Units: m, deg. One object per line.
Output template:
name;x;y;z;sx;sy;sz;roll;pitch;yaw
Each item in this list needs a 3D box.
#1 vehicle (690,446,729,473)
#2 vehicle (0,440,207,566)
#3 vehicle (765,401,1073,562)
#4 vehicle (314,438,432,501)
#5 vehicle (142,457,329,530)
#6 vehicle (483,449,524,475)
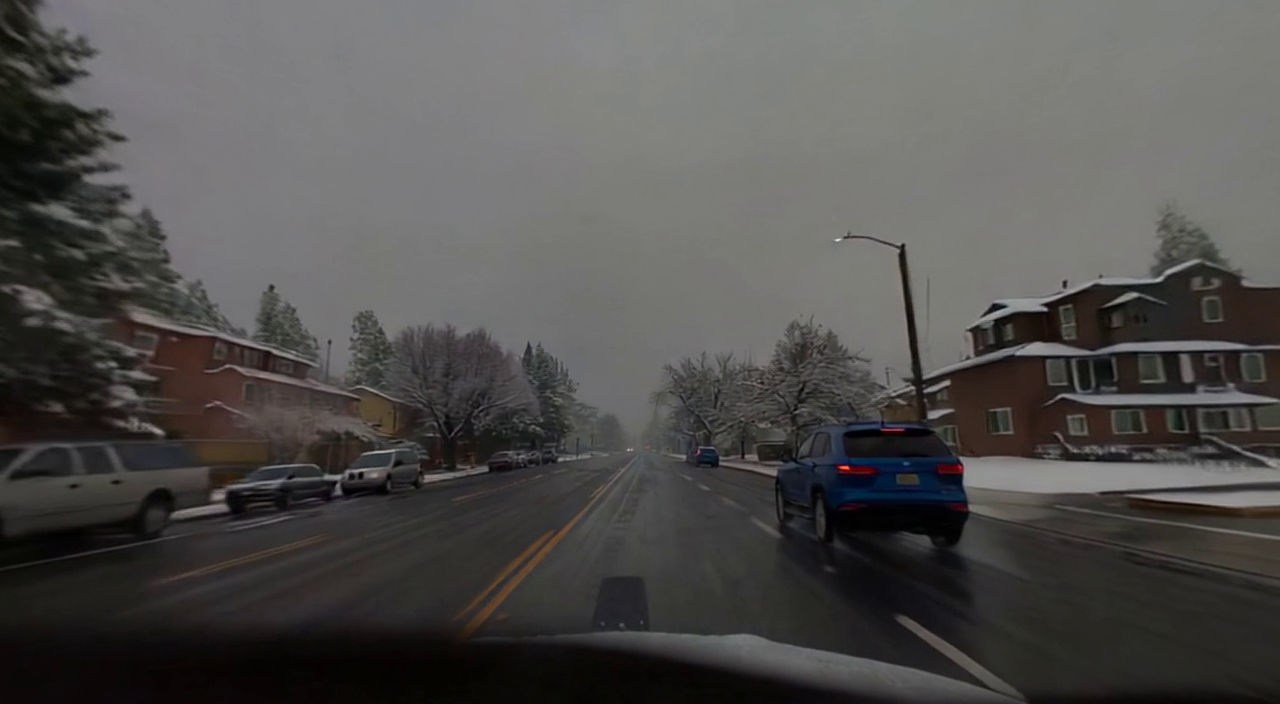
vehicle;4.098;6.414;37.820;1.956;1.492;4.425;-1;-9;1
vehicle;-10.669;2.533;10.986;2.261;1.851;5.724;-2;-9;-1
vehicle;3.895;1.975;10.476;2.497;1.889;5.833;0;-9;1
vehicle;-10.462;4.637;25.336;2.254;2.127;5.697;-3;-9;0
vehicle;-10.616;3.714;17.086;2.006;1.476;4.570;-3;-8;1
vehicle;-10.248;8.276;47.712;2.083;1.791;4.585;-2;-9;1
